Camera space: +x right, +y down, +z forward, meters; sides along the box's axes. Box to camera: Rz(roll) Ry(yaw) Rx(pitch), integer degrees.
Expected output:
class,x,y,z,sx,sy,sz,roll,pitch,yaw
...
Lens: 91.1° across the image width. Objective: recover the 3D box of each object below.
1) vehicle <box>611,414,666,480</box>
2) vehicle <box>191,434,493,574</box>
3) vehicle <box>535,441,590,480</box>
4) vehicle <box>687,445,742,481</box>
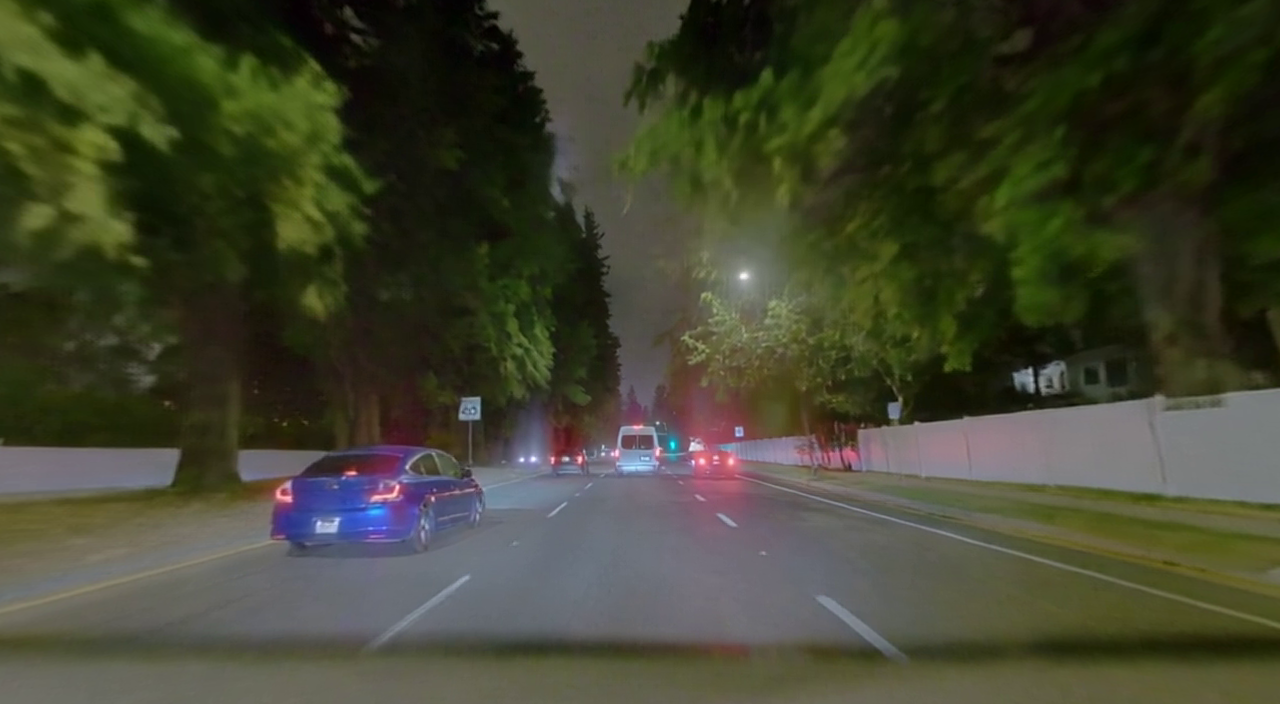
class,x,y,z,sx,sy,sz,roll,pitch,yaw
vehicle,-0.148,4.436,29.357,2.311,2.726,5.814,0,-9,-2
vehicle,-3.729,1.983,9.064,2.036,1.474,4.647,0,-9,1
vehicle,-3.628,5.149,30.031,2.021,1.715,4.329,0,-9,1
vehicle,3.300,5.017,28.633,1.945,1.469,4.258,0,-9,-1
